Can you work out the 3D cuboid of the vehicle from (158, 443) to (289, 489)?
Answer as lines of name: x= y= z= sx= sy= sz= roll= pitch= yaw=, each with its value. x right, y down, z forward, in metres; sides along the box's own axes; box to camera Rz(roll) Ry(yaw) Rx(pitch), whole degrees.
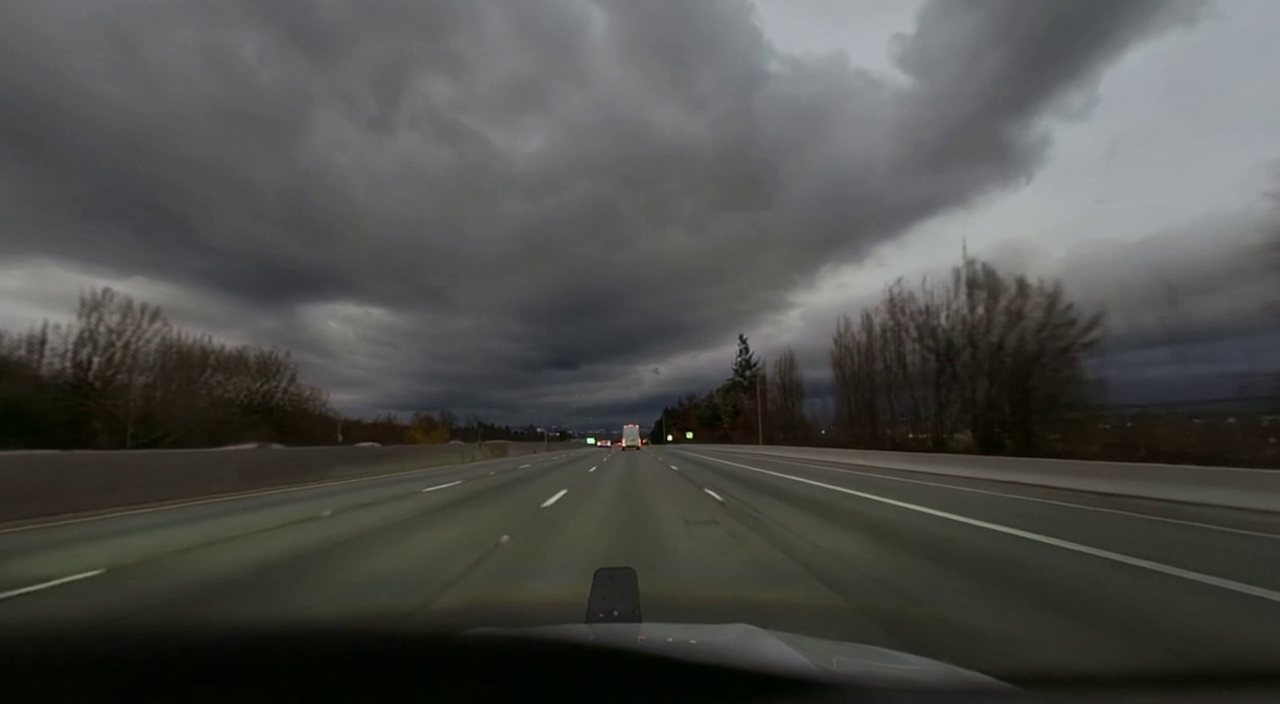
vehicle: x=-15.105 y=4.122 z=23.167 sx=1.910 sy=1.451 sz=4.397 roll=0 pitch=-8 yaw=-2

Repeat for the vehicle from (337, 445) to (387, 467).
vehicle: x=-19.740 y=7.374 z=44.744 sx=1.765 sy=1.465 sz=3.932 roll=0 pitch=-8 yaw=0
